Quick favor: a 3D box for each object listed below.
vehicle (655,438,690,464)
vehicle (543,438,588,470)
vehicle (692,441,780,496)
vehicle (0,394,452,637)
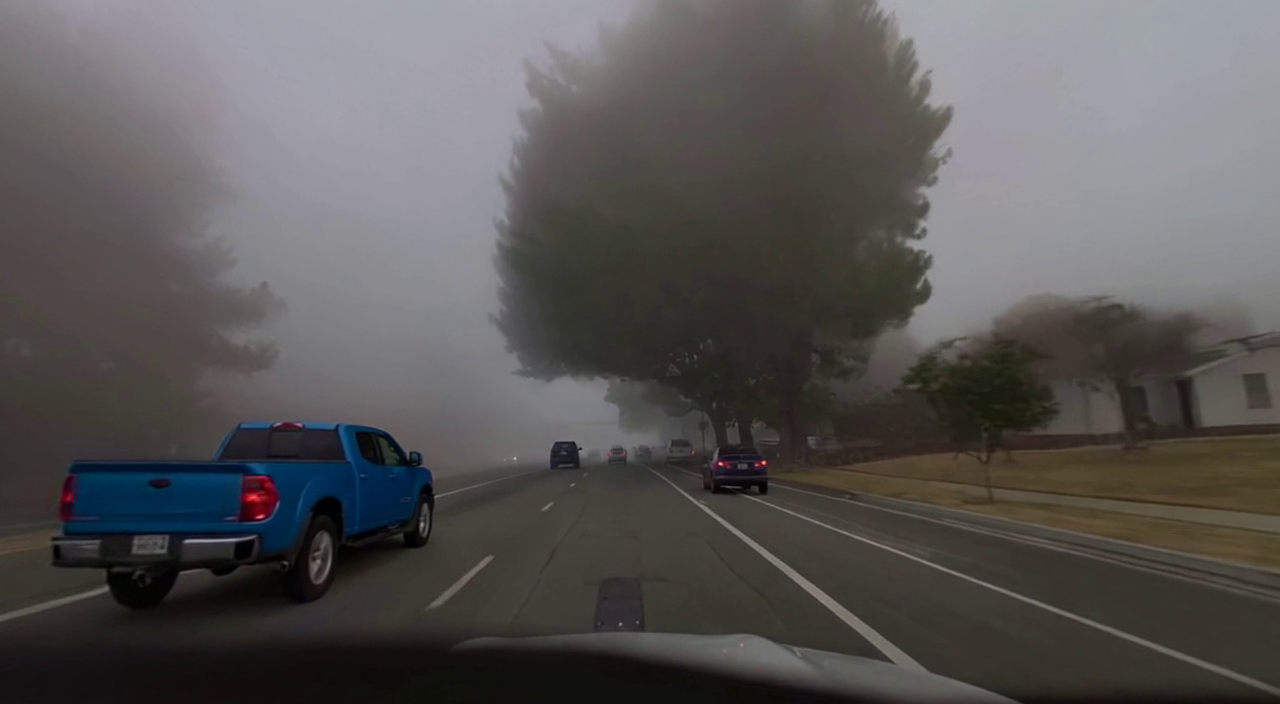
[{"bbox_3d":[2.374,7.320,46.922,2.099,1.845,4.363,0,-8,-3],"label":"vehicle"},{"bbox_3d":[-4.400,6.098,37.978,2.218,1.829,4.492,0,-8,-1],"label":"vehicle"},{"bbox_3d":[2.764,3.439,19.132,1.884,1.463,4.195,0,-8,-2],"label":"vehicle"},{"bbox_3d":[-4.006,1.560,7.266,2.111,1.745,5.274,0,-8,-1],"label":"vehicle"}]
